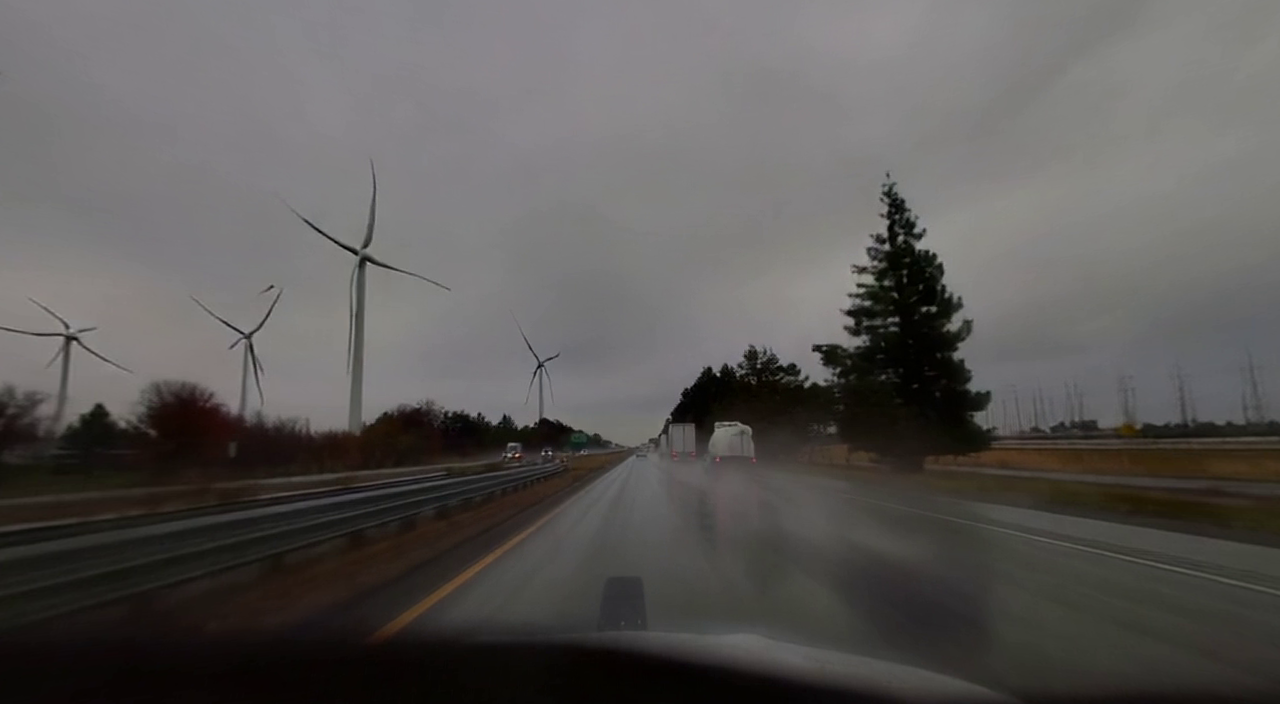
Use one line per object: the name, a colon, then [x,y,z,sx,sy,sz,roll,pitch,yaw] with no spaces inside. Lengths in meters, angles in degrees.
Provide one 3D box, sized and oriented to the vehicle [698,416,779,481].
vehicle: [4.312,4.422,28.727,2.609,2.648,5.397,0,-9,-2]
